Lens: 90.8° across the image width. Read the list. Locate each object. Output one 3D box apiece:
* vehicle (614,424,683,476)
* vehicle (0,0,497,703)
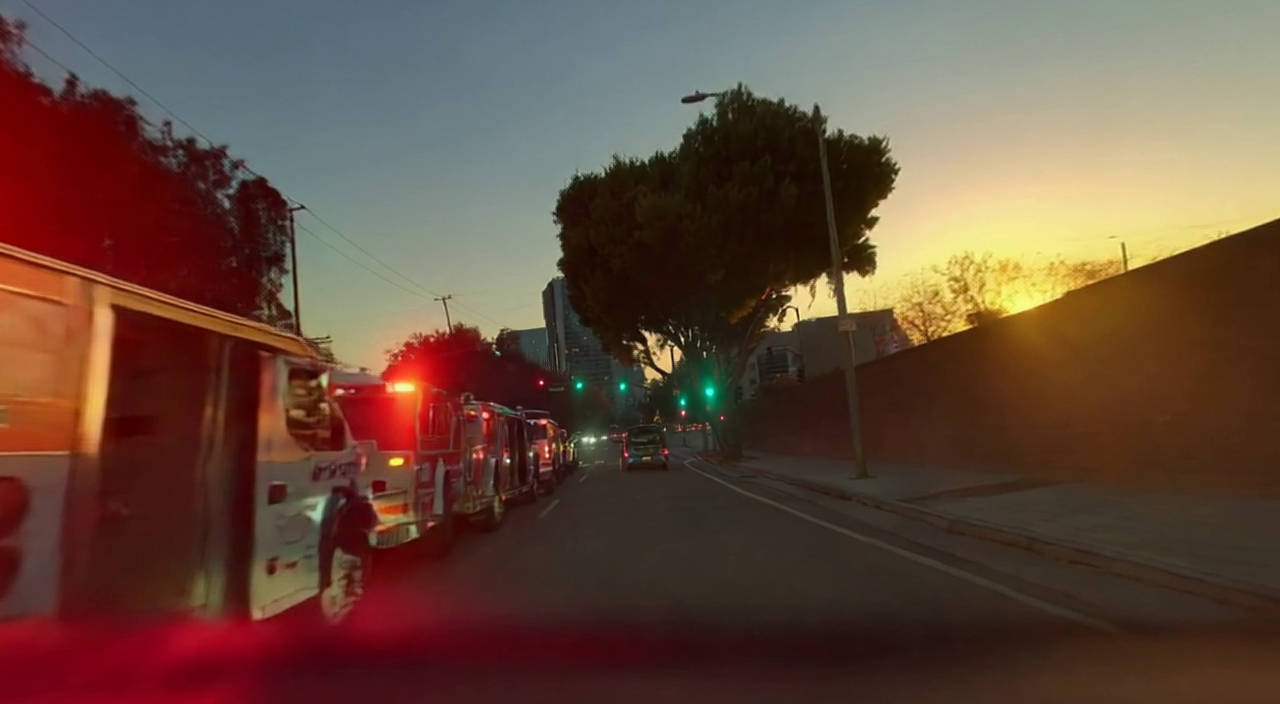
[{"bbox_3d":[0.208,3.828,24.901,2.332,1.831,4.930,0,-8,-3],"label":"vehicle"},{"bbox_3d":[-3.167,0.122,1.549,3.644,3.138,9.346,0,-8,-1],"label":"vehicle"}]
